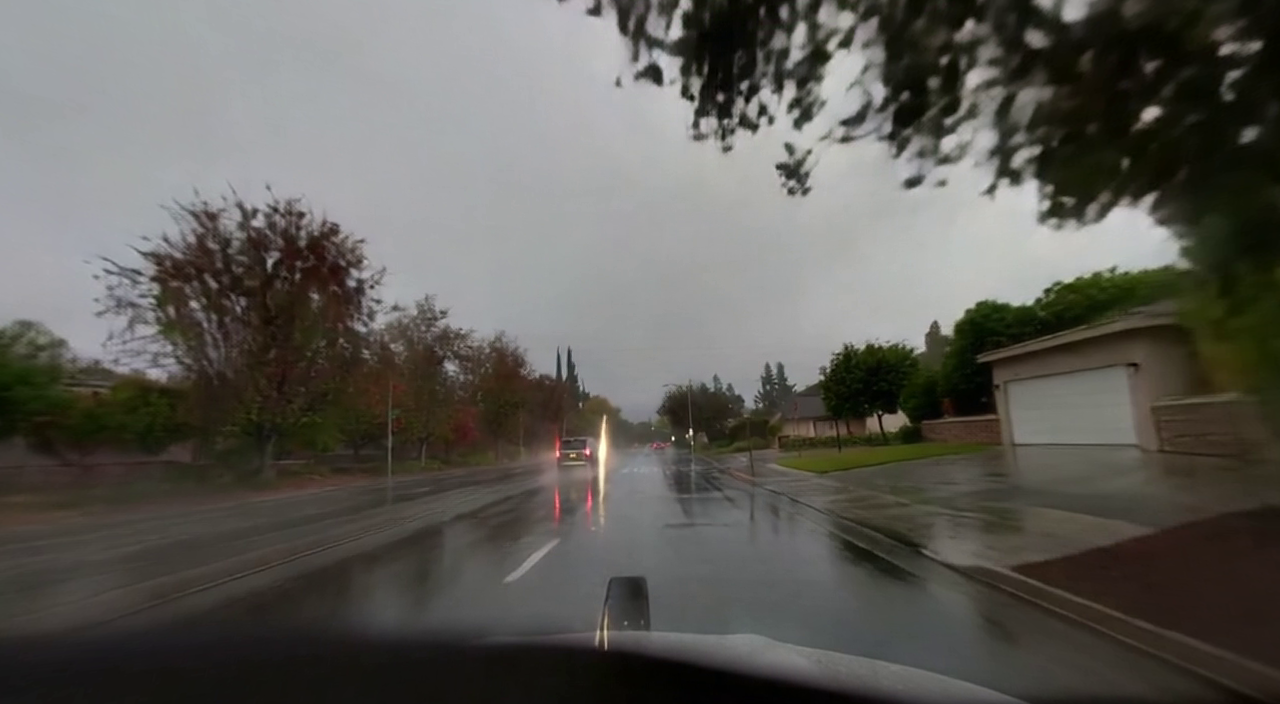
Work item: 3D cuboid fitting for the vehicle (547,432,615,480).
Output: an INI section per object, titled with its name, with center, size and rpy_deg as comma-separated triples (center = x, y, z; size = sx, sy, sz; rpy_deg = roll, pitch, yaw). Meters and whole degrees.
[vehicle]
center = -2.262, 4.155, 25.415
size = 2.190, 1.766, 4.394
rpy_deg = 0, -8, 2
